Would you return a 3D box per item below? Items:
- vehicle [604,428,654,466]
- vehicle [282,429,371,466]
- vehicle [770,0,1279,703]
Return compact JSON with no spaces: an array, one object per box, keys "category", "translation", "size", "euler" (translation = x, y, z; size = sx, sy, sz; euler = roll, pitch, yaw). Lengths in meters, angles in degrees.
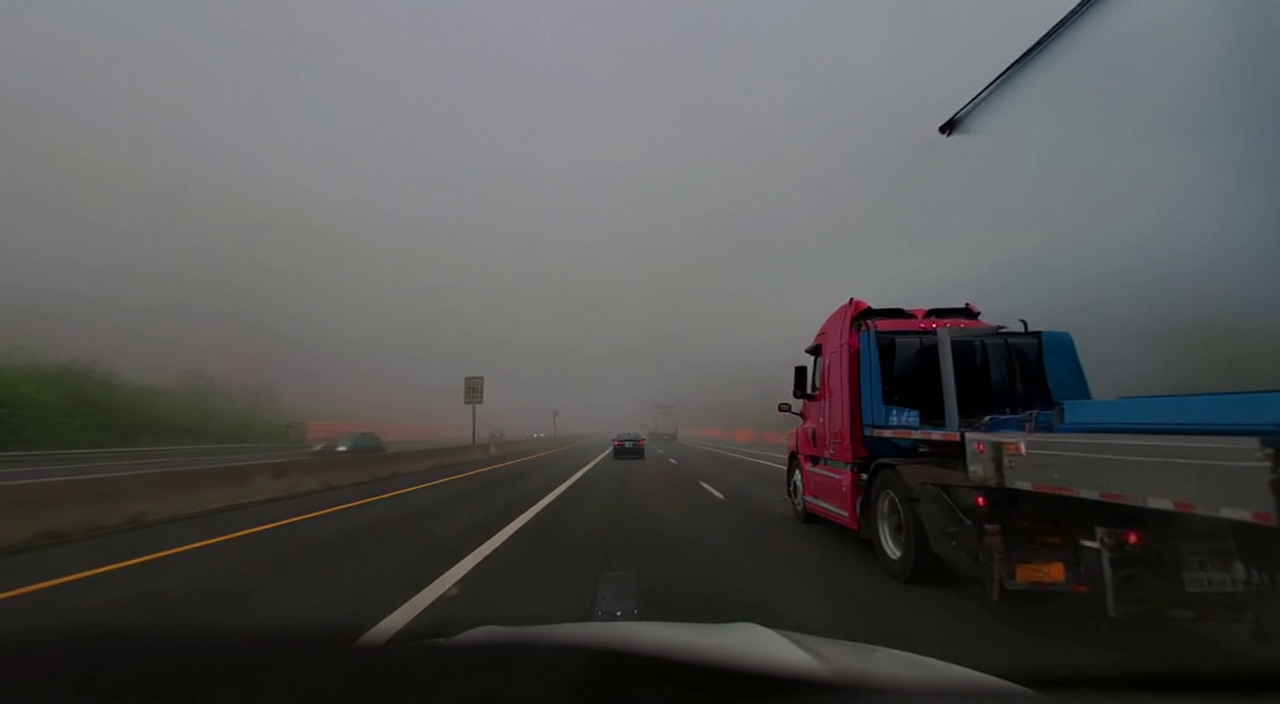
[{"category":"vehicle","translation":[-0.474,3.896,26.132],"size":[1.929,1.469,3.677],"euler":[0,-7,-1]},{"category":"vehicle","translation":[-12.969,3.964,26.373],"size":[1.755,1.440,3.891],"euler":[0,-7,-1]},{"category":"vehicle","translation":[3.480,0.021,3.514],"size":[2.919,3.634,10.888],"euler":[0,-8,-2]}]
